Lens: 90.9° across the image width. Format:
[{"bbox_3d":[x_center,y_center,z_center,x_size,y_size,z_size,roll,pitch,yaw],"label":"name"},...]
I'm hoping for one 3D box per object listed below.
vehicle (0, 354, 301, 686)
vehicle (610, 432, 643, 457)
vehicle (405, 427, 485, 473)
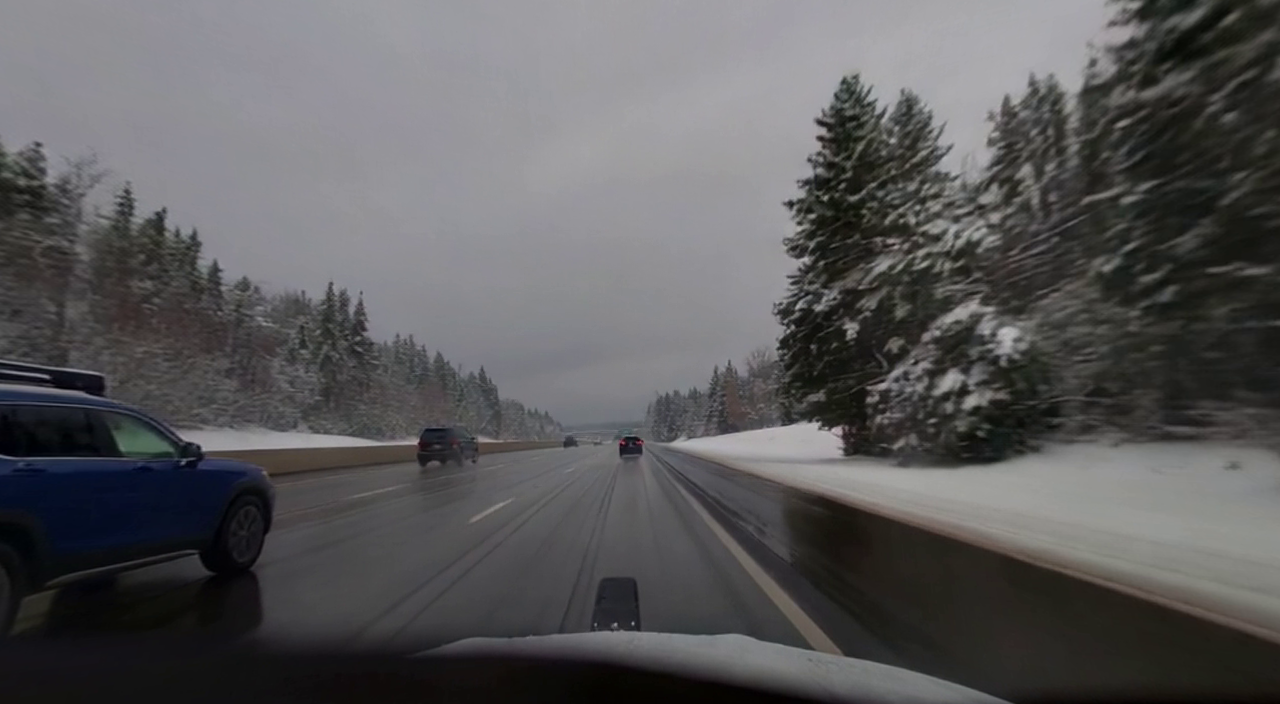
[{"bbox_3d":[-4.442,0.977,3.980,2.069,1.748,4.652,0,-8,-1],"label":"vehicle"},{"bbox_3d":[-0.921,6.405,43.763,2.178,1.658,3.916,0,-7,-1],"label":"vehicle"},{"bbox_3d":[-8.042,4.062,26.420,1.964,1.745,4.338,0,-7,0],"label":"vehicle"}]
